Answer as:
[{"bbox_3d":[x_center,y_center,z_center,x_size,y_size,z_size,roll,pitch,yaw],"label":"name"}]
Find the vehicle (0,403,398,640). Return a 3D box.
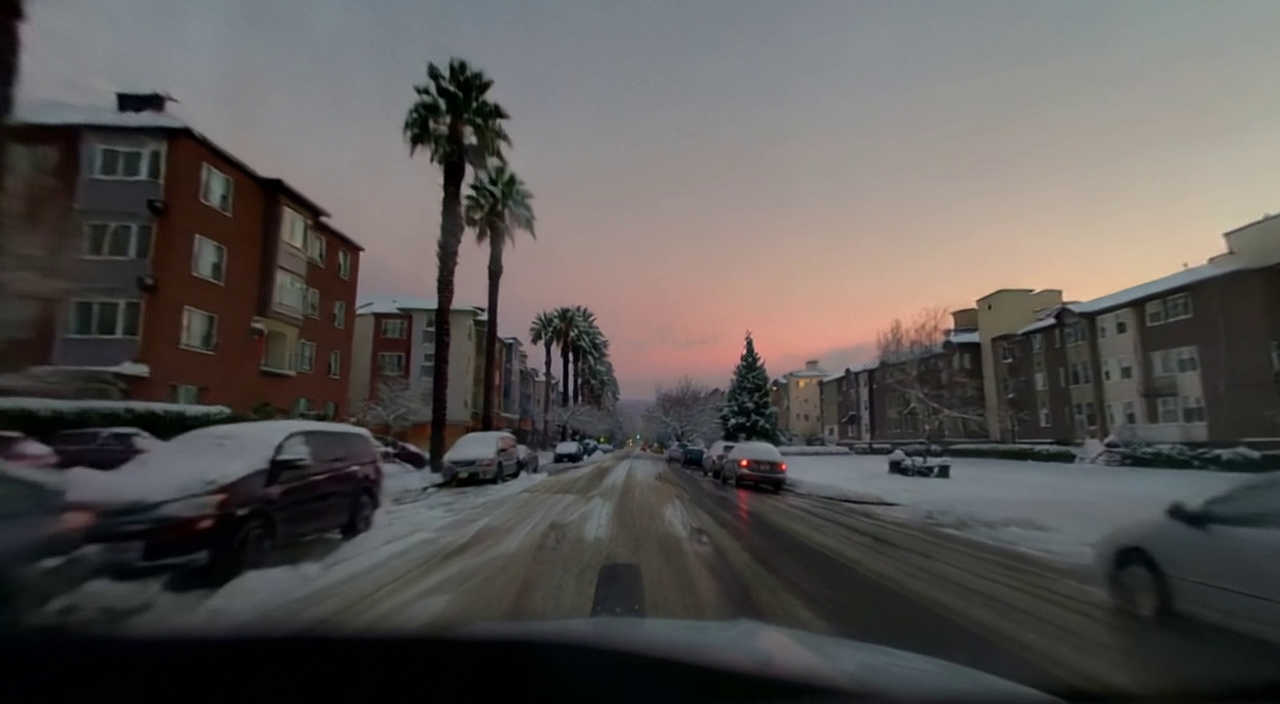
[{"bbox_3d":[-4.522,1.554,6.911,2.015,1.690,4.441,2,-8,-1],"label":"vehicle"}]

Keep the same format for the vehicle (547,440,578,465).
[{"bbox_3d":[-6.025,7.842,49.580,1.947,1.806,4.413,2,-8,-1],"label":"vehicle"}]

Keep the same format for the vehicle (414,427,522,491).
[{"bbox_3d":[-5.732,3.667,21.982,2.358,1.905,5.615,0,-9,-2],"label":"vehicle"}]

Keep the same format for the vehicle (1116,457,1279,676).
[{"bbox_3d":[5.315,1.426,3.932,1.812,1.461,3.575,0,-8,-2],"label":"vehicle"}]

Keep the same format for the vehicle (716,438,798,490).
[{"bbox_3d":[4.378,4.267,24.437,1.969,1.782,4.677,1,-8,-4],"label":"vehicle"}]

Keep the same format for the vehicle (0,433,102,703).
[{"bbox_3d":[-4.366,0.915,1.775,1.840,1.464,4.368,2,-8,0],"label":"vehicle"}]
